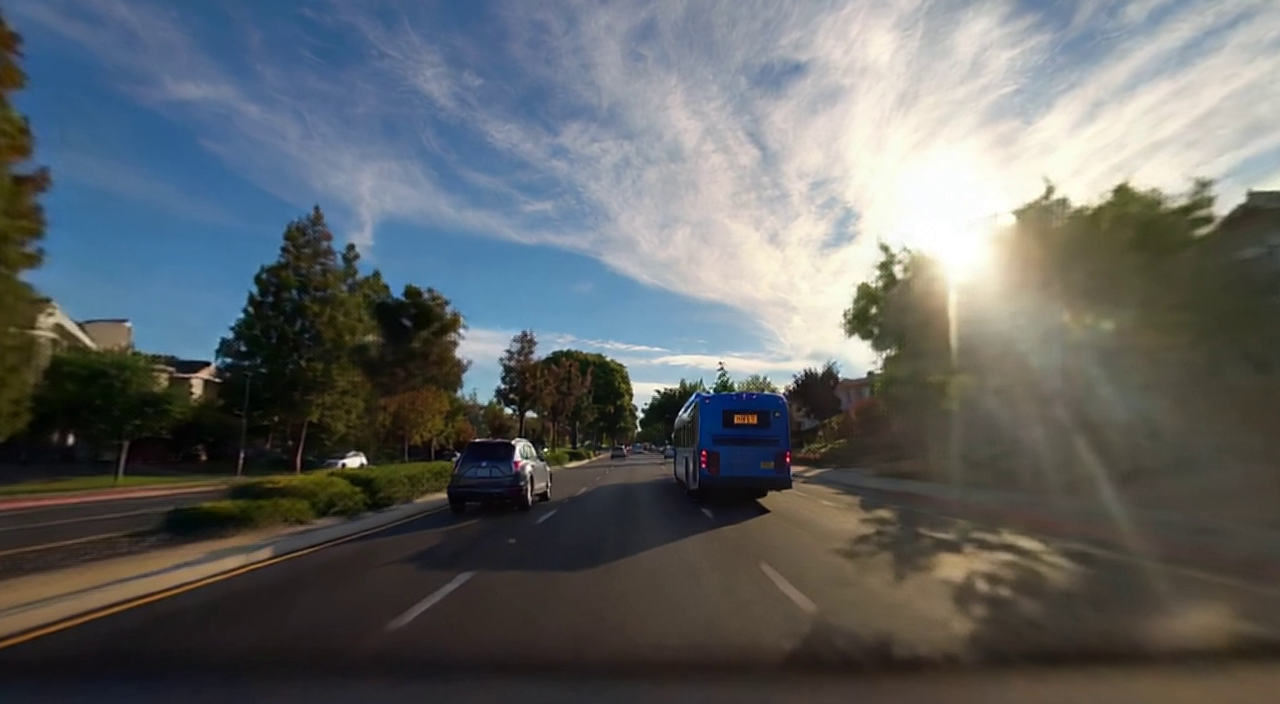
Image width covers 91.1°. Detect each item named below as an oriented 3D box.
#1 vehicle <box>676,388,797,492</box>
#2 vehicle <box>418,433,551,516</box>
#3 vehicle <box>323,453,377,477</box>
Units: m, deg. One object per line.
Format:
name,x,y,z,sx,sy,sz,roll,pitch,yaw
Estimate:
vehicle,3.404,3.719,26.254,3.072,3.278,12.747,0,-8,0
vehicle,-3.663,2.969,15.741,2.111,1.767,4.333,0,-8,1
vehicle,-22.338,8.697,48.518,2.018,1.648,4.631,0,-8,-1
